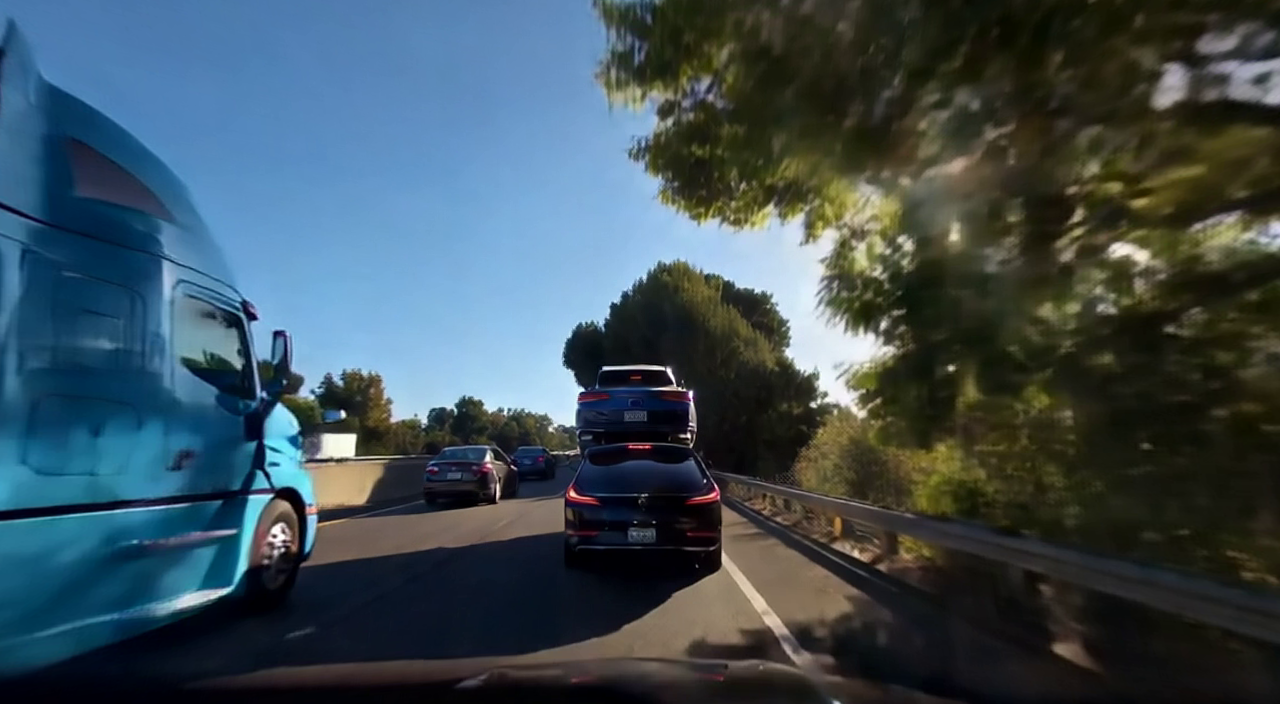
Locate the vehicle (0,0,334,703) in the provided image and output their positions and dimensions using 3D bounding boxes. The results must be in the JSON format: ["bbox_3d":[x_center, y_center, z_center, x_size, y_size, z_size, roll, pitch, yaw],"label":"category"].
[{"bbox_3d":[-4.527,0.022,3.154,2.963,3.836,6.016,0,-9,-2],"label":"vehicle"}]

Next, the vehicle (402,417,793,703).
[{"bbox_3d":[-0.262,1.363,4.998,1.991,1.507,3.391,0,-9,-2],"label":"vehicle"}]

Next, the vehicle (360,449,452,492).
[{"bbox_3d":[-8.780,4.451,24.117,1.834,1.469,4.362,0,-9,0],"label":"vehicle"}]
